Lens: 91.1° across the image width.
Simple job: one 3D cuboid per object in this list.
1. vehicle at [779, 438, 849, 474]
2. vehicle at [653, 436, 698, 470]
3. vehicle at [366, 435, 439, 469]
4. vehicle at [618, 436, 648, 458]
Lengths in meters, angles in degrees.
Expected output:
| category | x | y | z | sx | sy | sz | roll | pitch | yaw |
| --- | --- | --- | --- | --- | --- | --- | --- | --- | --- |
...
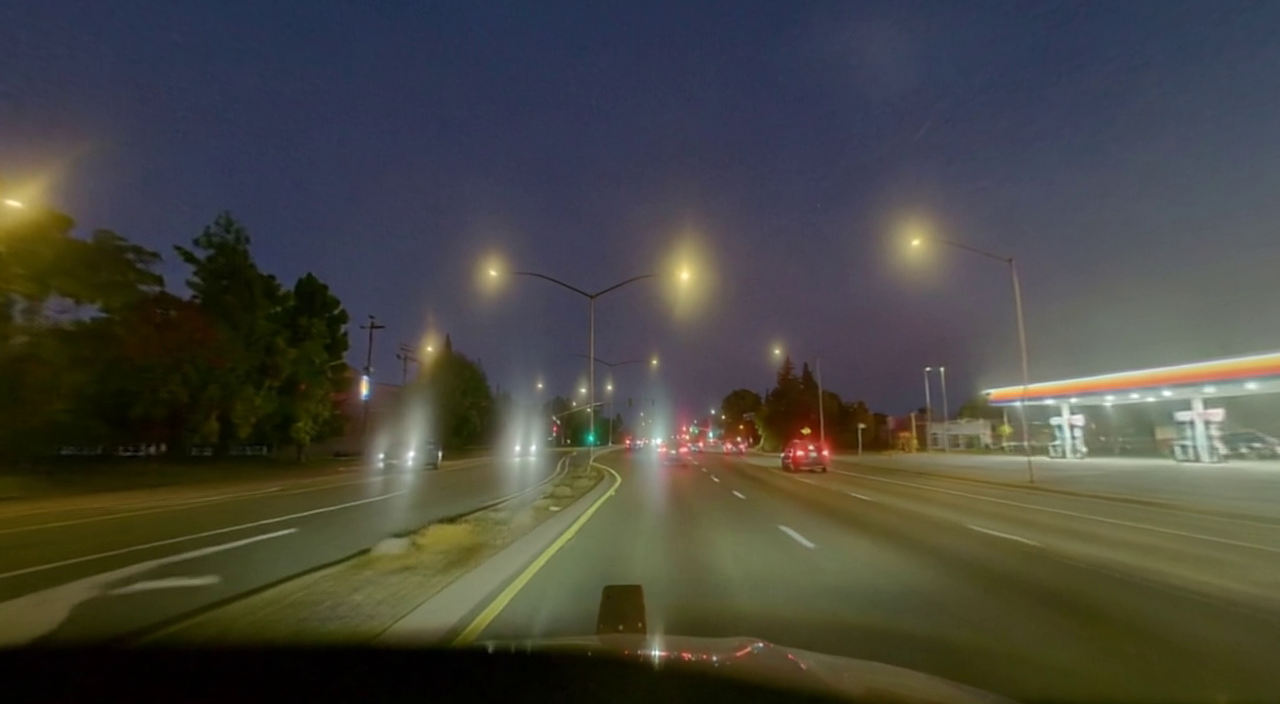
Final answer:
| category | x | y | z | sx | sy | sz | roll | pitch | yaw |
| --- | --- | --- | --- | --- | --- | --- | --- | --- | --- |
| vehicle | 7.795 | 4.673 | 28.530 | 1.918 | 1.484 | 4.456 | 0 | -8 | 0 |
| vehicle | 1.637 | 4.807 | 30.103 | 1.971 | 1.479 | 4.493 | 0 | -8 | 1 |
| vehicle | -13.518 | 5.716 | 36.124 | 2.022 | 1.787 | 5.262 | 0 | -8 | 1 |
| vehicle | -0.578 | 7.143 | 47.282 | 2.074 | 1.575 | 4.326 | 0 | -8 | -3 |
